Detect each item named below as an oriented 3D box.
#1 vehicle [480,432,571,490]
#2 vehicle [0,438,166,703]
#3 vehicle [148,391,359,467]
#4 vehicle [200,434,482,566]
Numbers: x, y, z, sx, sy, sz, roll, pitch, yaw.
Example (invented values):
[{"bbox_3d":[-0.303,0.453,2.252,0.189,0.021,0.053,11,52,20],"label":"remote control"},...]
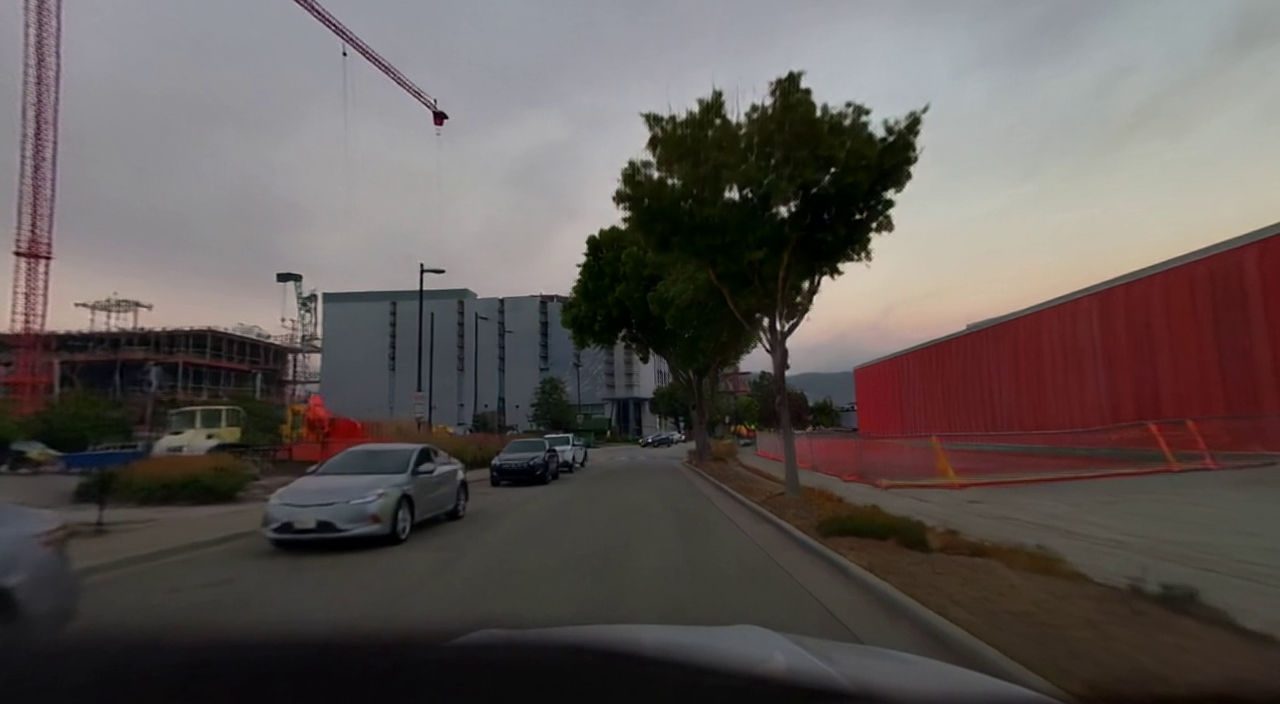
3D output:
[{"bbox_3d":[-3.504,3.412,20.170,1.980,1.635,4.153,-1,-8,2],"label":"vehicle"},{"bbox_3d":[-4.117,0.972,1.843,1.996,1.411,4.370,-1,-8,1],"label":"vehicle"},{"bbox_3d":[-13.361,2.707,22.022,6.039,2.449,2.273,-1,-8,6],"label":"vehicle"},{"bbox_3d":[-3.929,1.964,9.331,1.948,1.460,4.394,0,-8,1],"label":"vehicle"}]
